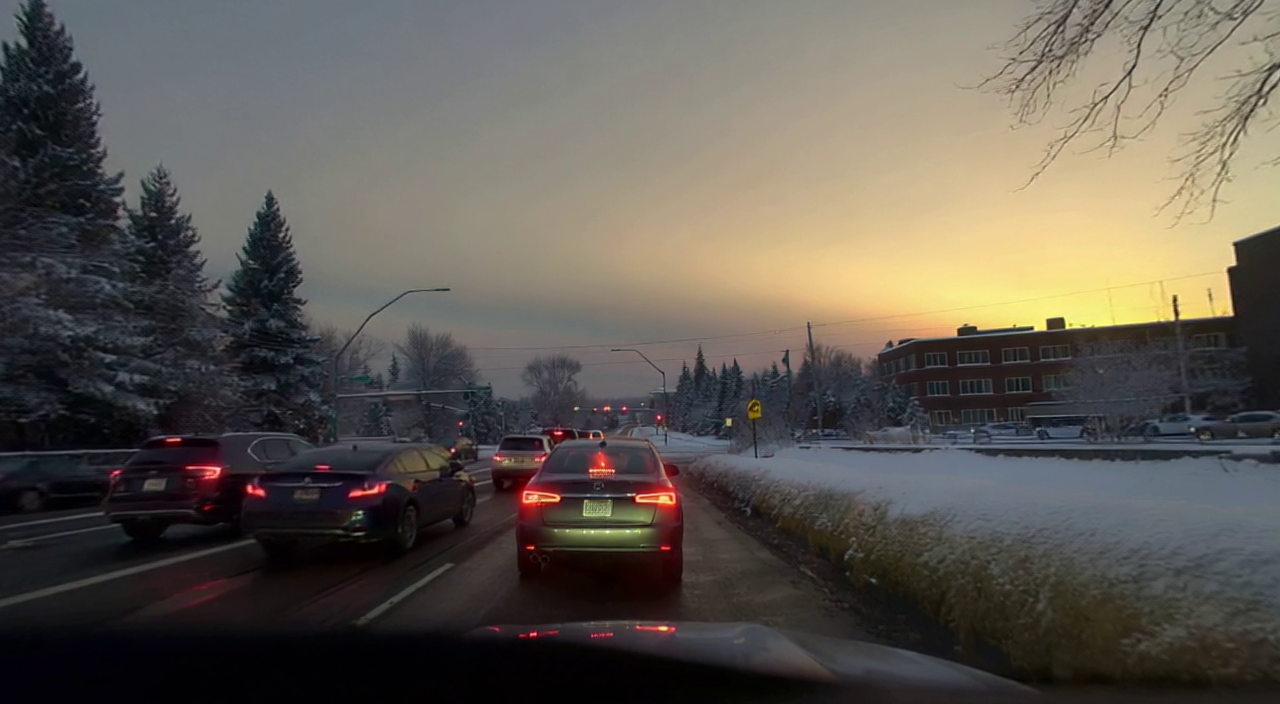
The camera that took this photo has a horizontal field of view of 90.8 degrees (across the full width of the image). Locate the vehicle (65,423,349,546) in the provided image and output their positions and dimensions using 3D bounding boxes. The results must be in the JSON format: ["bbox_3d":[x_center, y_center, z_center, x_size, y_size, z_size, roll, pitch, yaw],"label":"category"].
[{"bbox_3d":[-7.369,2.265,11.479,2.068,1.784,4.224,0,-9,1],"label":"vehicle"}]

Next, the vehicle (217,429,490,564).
[{"bbox_3d":[-3.831,1.998,9.558,1.913,1.521,4.539,0,-9,1],"label":"vehicle"}]

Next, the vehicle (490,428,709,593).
[{"bbox_3d":[-0.390,1.801,8.014,2.066,1.544,3.954,0,-9,0],"label":"vehicle"}]
